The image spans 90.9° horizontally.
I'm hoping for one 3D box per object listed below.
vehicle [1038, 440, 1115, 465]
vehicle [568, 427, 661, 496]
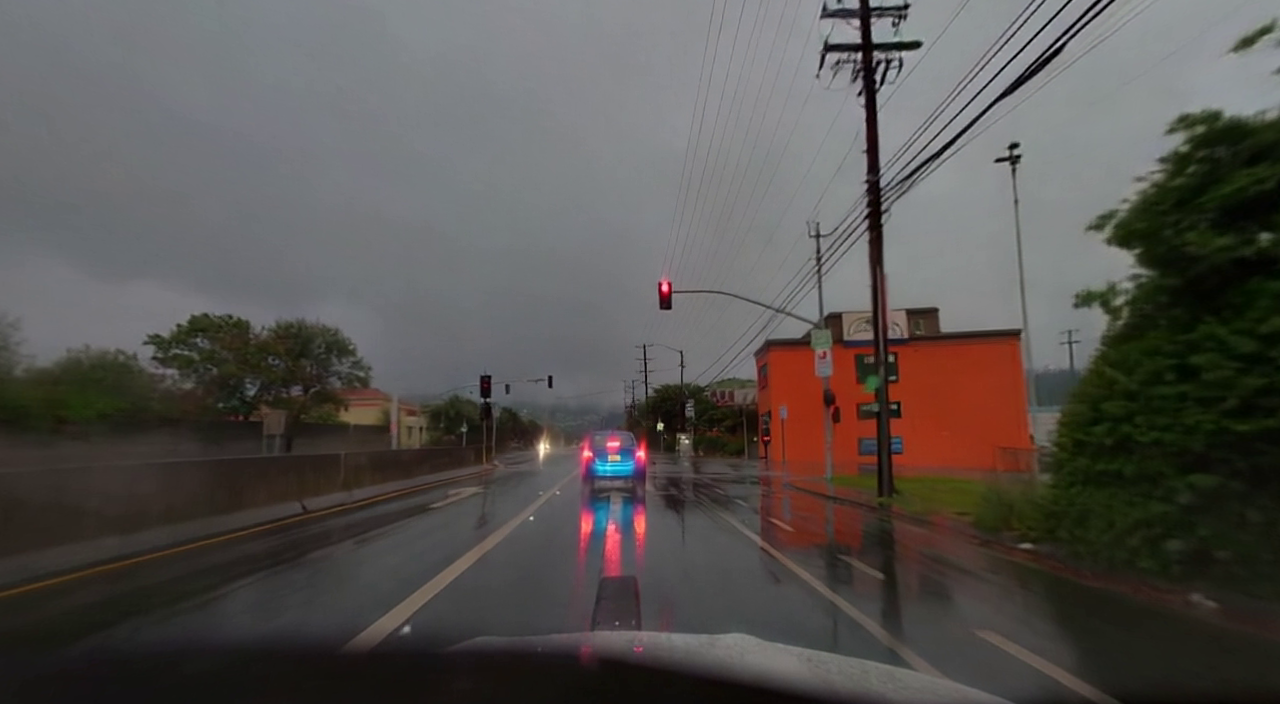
[{"bbox_3d":[27.560,6.322,39.901,1.635,1.433,3.558,5,-9,-31],"label":"vehicle"},{"bbox_3d":[-0.619,2.773,16.338,2.123,1.566,3.662,0,-8,-1],"label":"vehicle"}]
